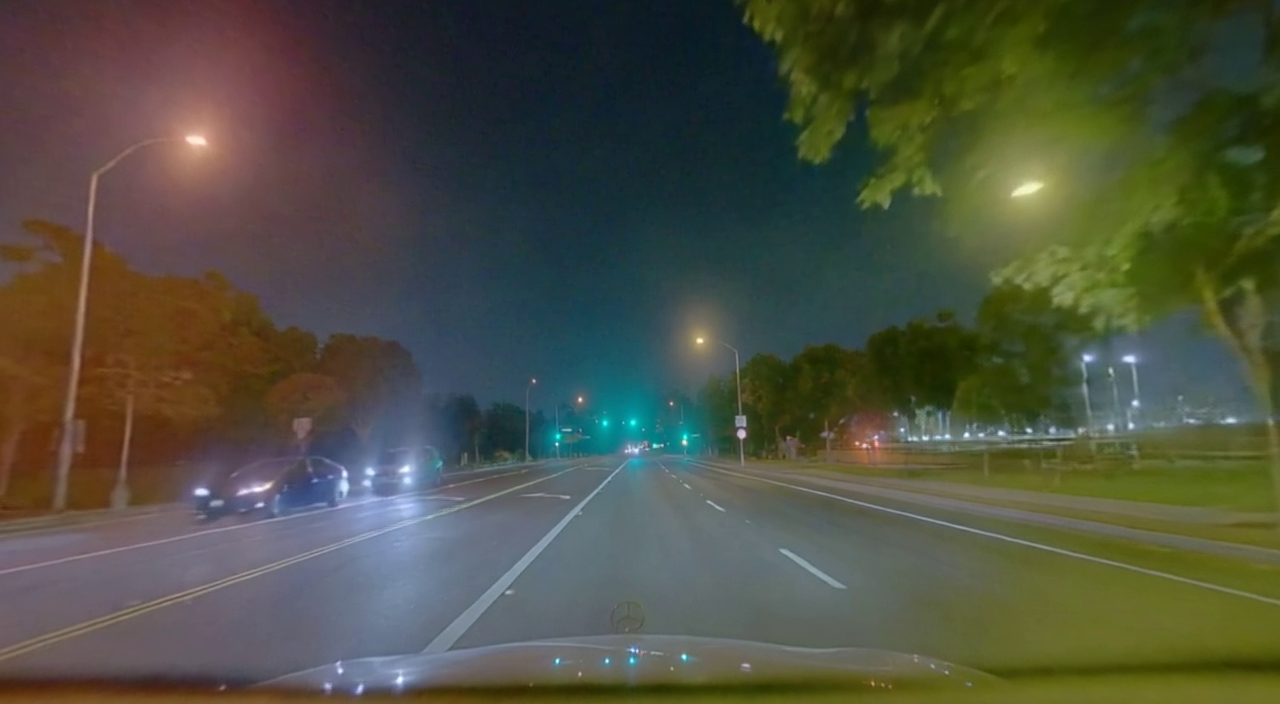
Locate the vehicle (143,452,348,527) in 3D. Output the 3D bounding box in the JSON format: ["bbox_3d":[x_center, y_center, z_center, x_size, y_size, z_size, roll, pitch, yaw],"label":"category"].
[{"bbox_3d":[-8.942,3.106,14.927,1.940,1.452,4.441,0,-9,1],"label":"vehicle"}]

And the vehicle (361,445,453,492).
[{"bbox_3d":[-9.218,4.624,25.445,2.066,1.709,4.509,0,-9,-1],"label":"vehicle"}]
